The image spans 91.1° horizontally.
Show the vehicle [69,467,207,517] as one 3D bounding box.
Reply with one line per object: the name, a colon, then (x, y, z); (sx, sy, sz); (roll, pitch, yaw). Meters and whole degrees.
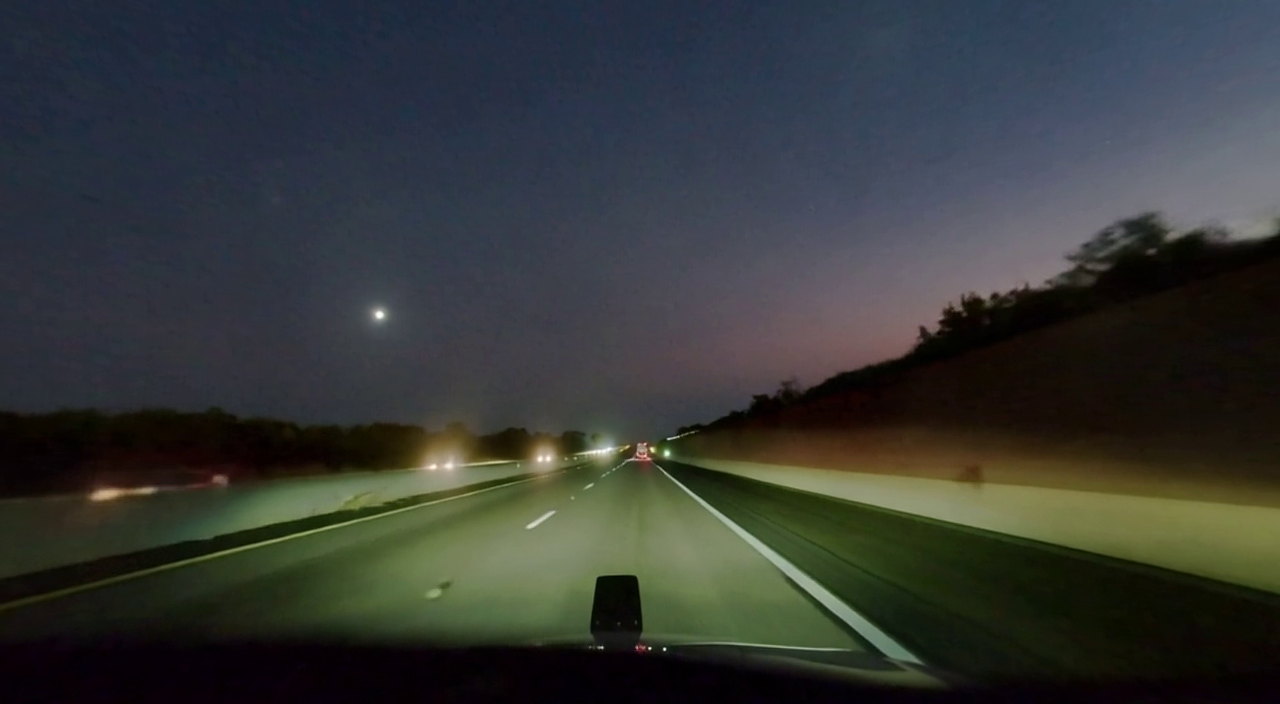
vehicle: (-16.930, 4.690, 21.444); (1.668, 1.418, 3.693); (0, -9, -1)
